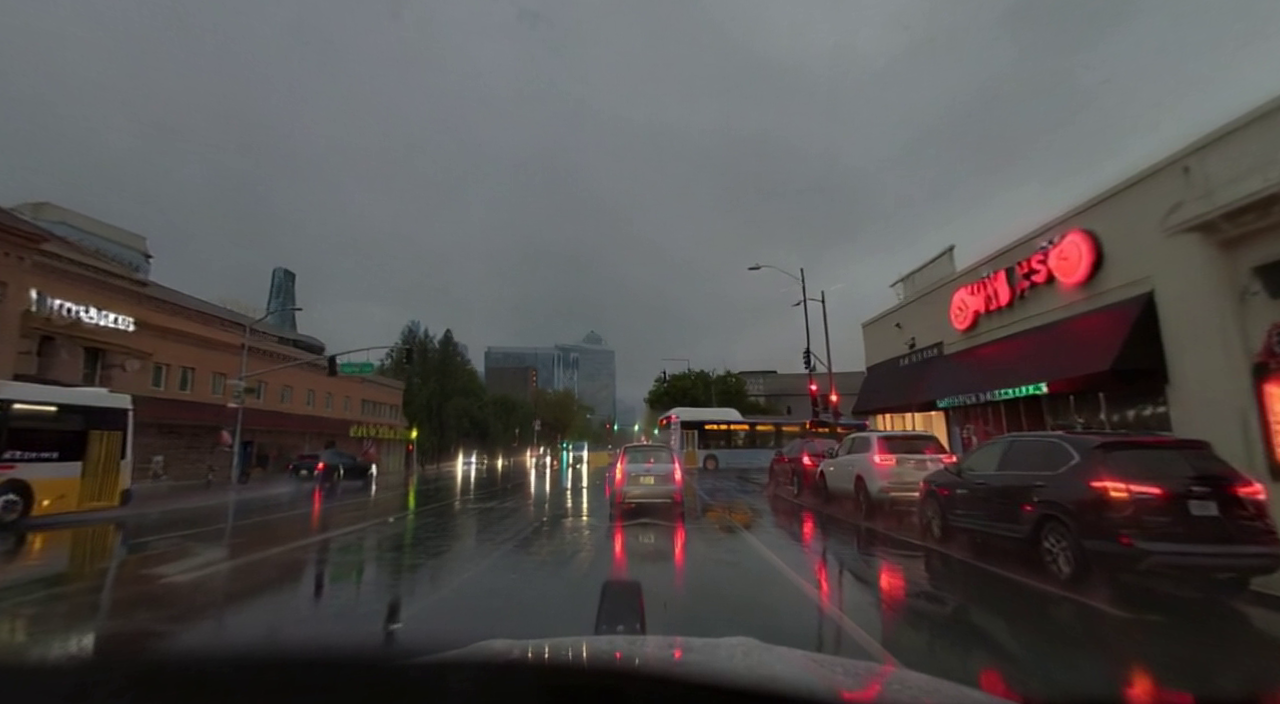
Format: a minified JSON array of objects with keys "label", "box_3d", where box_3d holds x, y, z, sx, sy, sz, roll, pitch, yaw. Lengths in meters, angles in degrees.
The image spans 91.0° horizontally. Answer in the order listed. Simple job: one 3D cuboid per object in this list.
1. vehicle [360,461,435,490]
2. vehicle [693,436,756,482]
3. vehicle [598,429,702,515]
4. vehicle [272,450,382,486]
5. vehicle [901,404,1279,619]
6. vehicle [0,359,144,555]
[{"label":"vehicle","box_3d":[-15.970,8.147,41.539,4.242,1.537,1.810,-7,-13,10]},{"label":"vehicle","box_3d":[3.315,4.295,25.451,2.222,1.688,3.952,0,-9,3]},{"label":"vehicle","box_3d":[0.175,2.784,15.084,2.089,1.699,4.650,1,-9,-1]},{"label":"vehicle","box_3d":[-16.844,6.193,33.950,5.016,1.792,2.250,-2,-9,18]},{"label":"vehicle","box_3d":[4.960,1.594,7.213,2.014,1.681,4.332,0,-9,-1]},{"label":"vehicle","box_3d":[-12.889,1.294,7.723,3.356,3.365,12.460,-2,-10,1]}]
